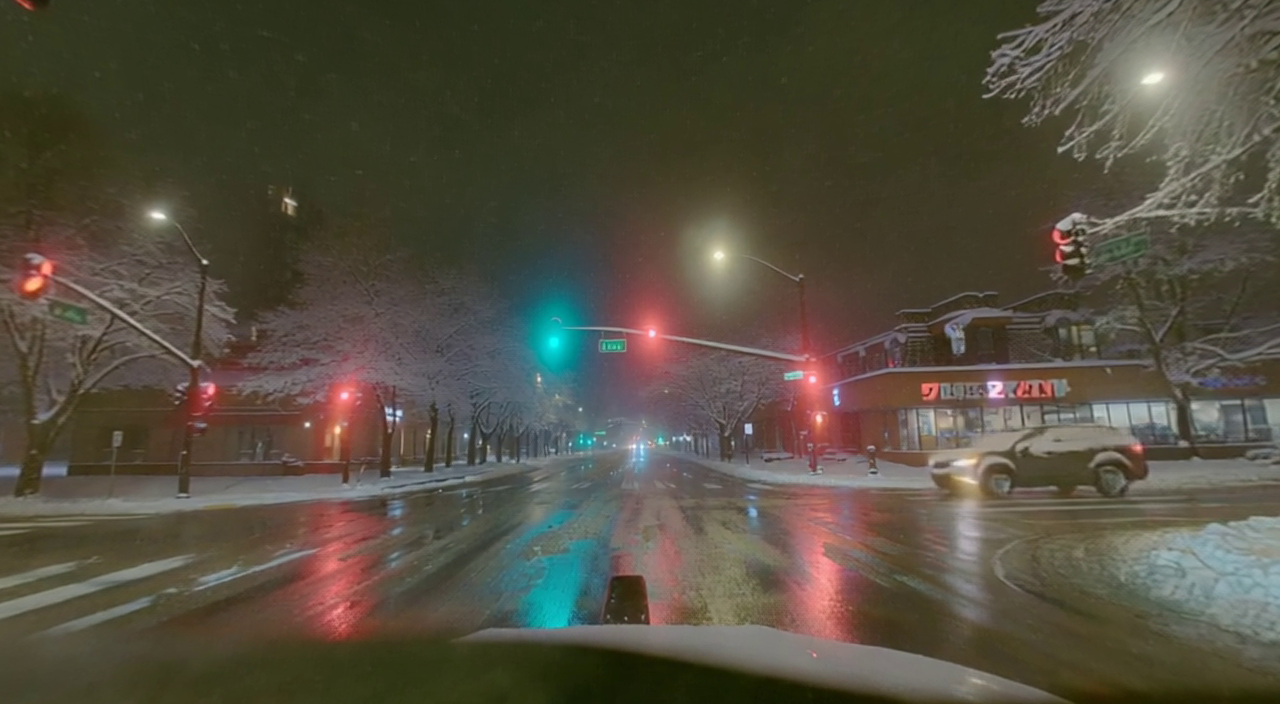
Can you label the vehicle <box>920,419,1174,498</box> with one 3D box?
[{"bbox_3d":[9.813,2.601,15.543,4.836,1.795,1.957,0,-8,0],"label":"vehicle"}]
